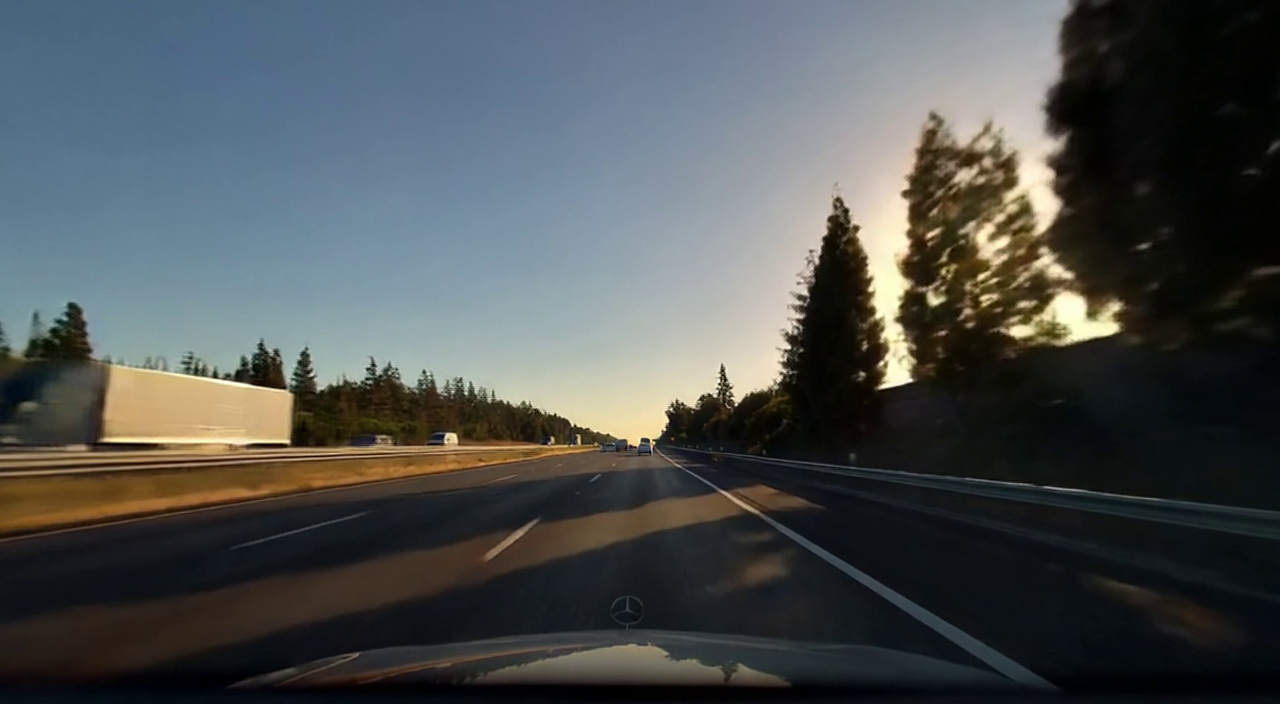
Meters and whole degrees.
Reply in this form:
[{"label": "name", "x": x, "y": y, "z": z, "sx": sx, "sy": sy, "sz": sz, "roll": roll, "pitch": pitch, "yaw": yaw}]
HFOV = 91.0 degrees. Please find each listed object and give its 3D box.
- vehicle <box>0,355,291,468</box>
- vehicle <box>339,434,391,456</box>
[{"label": "vehicle", "x": -24.106, "y": 3.427, "z": 31.969, "sx": 2.942, "sy": 4.261, "sz": 16.900, "roll": 0, "pitch": -8, "yaw": 0}, {"label": "vehicle", "x": -19.931, "y": 6.777, "z": 45.736, "sx": 1.811, "sy": 1.484, "sz": 4.430, "roll": 0, "pitch": -8, "yaw": 0}]
